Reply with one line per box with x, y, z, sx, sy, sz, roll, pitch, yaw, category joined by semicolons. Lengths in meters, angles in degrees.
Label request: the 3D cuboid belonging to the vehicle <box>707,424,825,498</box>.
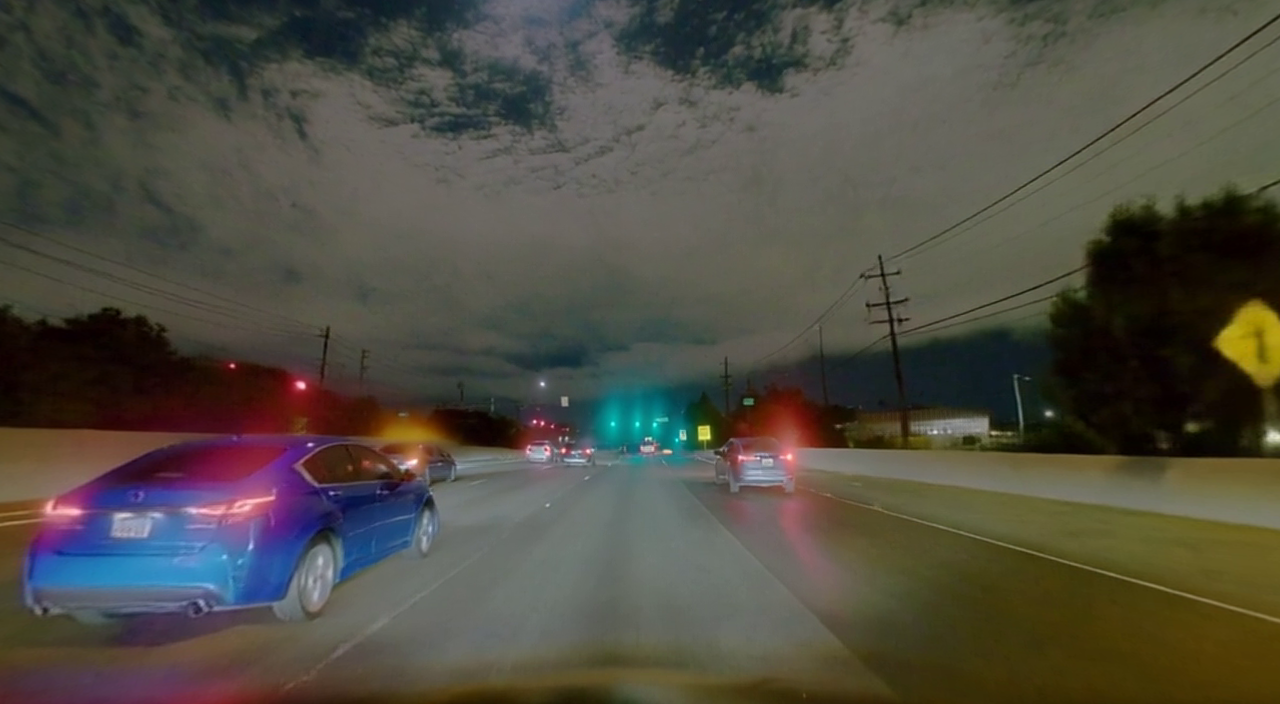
3.080;2.786;16.501;2.100;1.659;4.387;0;-8;-1;vehicle

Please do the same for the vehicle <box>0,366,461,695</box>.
-3.259;1.237;5.522;2.104;1.707;4.338;0;-8;0;vehicle

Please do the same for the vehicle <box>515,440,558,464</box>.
-6.538;6.362;40.345;1.877;1.474;4.475;0;-8;2;vehicle

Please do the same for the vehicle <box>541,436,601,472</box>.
-3.019;4.591;28.596;2.066;1.488;4.377;0;-8;2;vehicle
